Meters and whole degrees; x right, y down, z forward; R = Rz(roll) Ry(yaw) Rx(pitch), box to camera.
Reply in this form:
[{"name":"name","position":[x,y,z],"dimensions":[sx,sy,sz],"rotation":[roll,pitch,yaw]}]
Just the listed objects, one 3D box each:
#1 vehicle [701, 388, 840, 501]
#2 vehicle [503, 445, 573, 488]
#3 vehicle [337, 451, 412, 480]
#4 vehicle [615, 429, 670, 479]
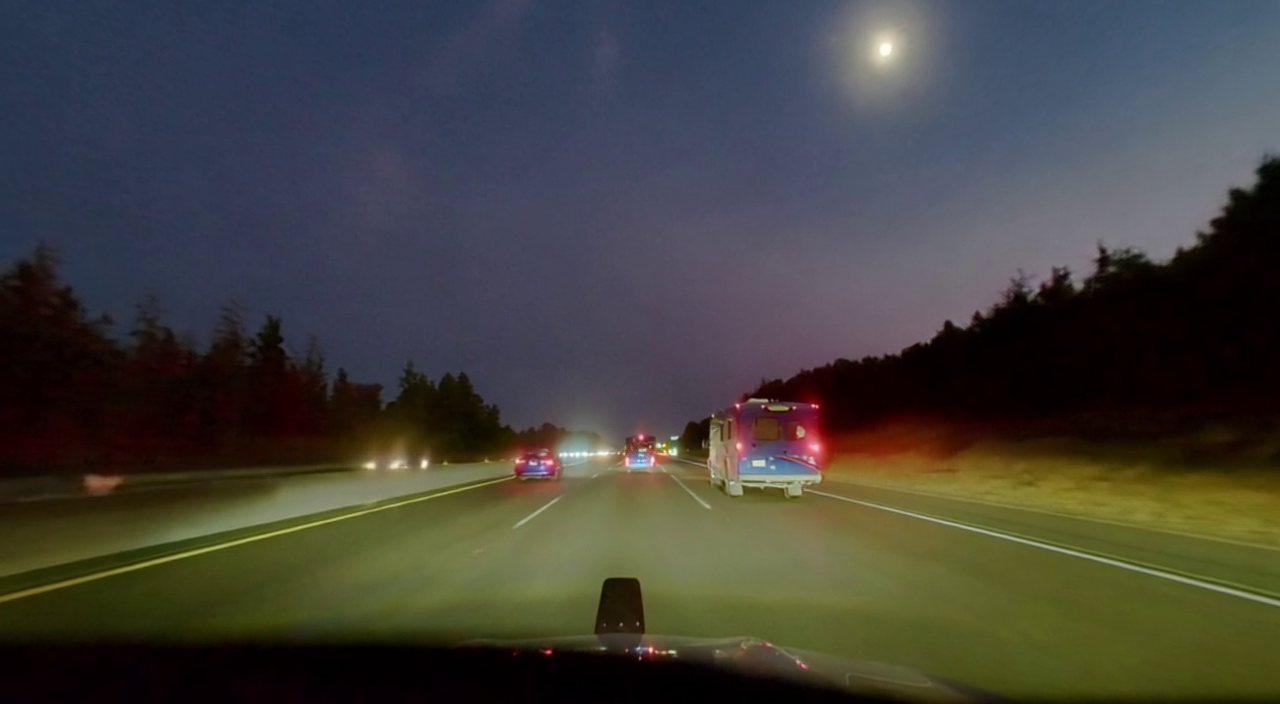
[{"name":"vehicle","position":[3.708,2.926,19.932],"dimensions":[2.607,2.910,7.252],"rotation":[0,-9,-2]},{"name":"vehicle","position":[-3.884,4.473,24.939],"dimensions":[1.959,1.502,4.559],"rotation":[0,-9,1]},{"name":"vehicle","position":[-14.551,6.249,34.962],"dimensions":[1.977,1.469,4.853],"rotation":[0,-9,1]},{"name":"vehicle","position":[0.093,5.139,32.019],"dimensions":[2.524,2.310,4.986],"rotation":[0,-9,0]}]
